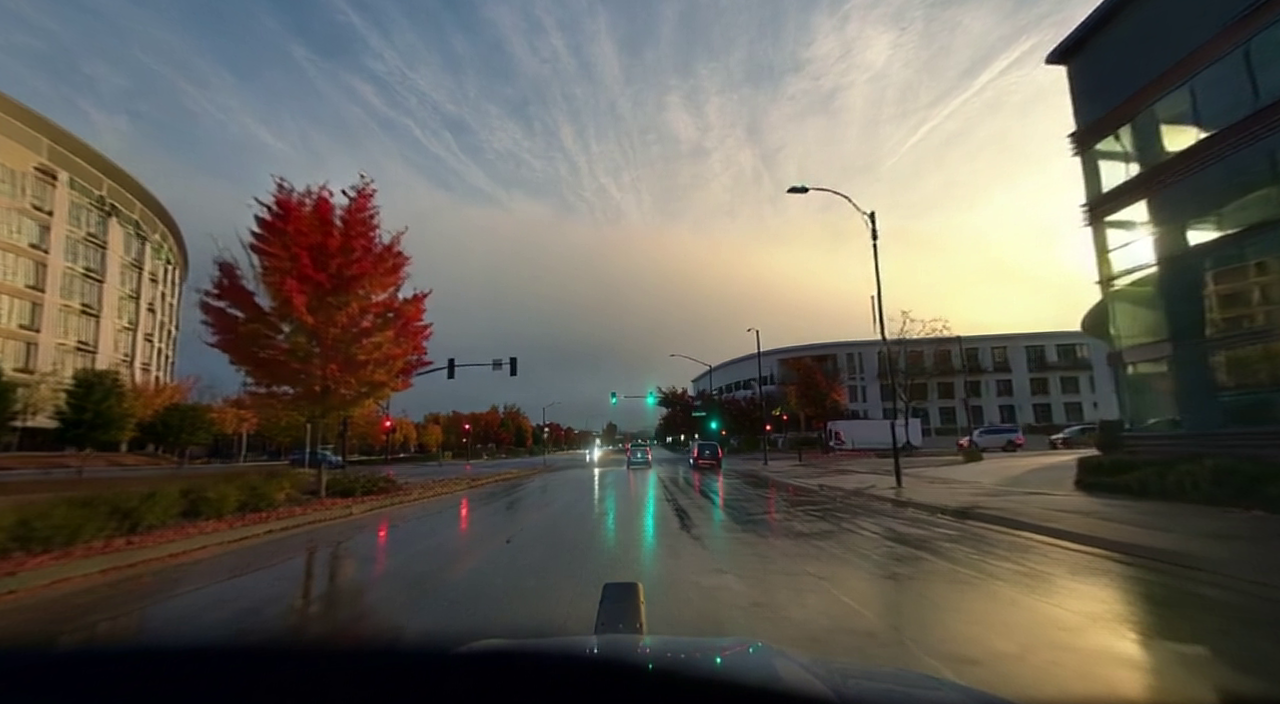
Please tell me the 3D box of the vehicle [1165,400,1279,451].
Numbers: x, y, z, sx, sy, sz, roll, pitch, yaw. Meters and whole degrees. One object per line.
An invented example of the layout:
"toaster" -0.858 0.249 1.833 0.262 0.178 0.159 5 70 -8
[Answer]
"vehicle" 48.379 5.733 49.296 11.341 3.555 3.053 -2 -10 1

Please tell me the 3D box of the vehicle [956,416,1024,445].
"vehicle" 23.440 5.352 42.431 1.887 1.635 4.695 1 -10 0

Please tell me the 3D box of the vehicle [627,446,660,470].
"vehicle" 0.202 7.099 42.233 2.014 1.525 4.197 1 -9 -2

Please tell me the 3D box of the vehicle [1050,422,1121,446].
"vehicle" 30.447 5.637 43.165 1.729 1.507 4.279 -1 -9 1

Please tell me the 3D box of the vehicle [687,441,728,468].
"vehicle" 4.566 7.036 43.395 2.174 1.749 4.739 1 -9 -2
